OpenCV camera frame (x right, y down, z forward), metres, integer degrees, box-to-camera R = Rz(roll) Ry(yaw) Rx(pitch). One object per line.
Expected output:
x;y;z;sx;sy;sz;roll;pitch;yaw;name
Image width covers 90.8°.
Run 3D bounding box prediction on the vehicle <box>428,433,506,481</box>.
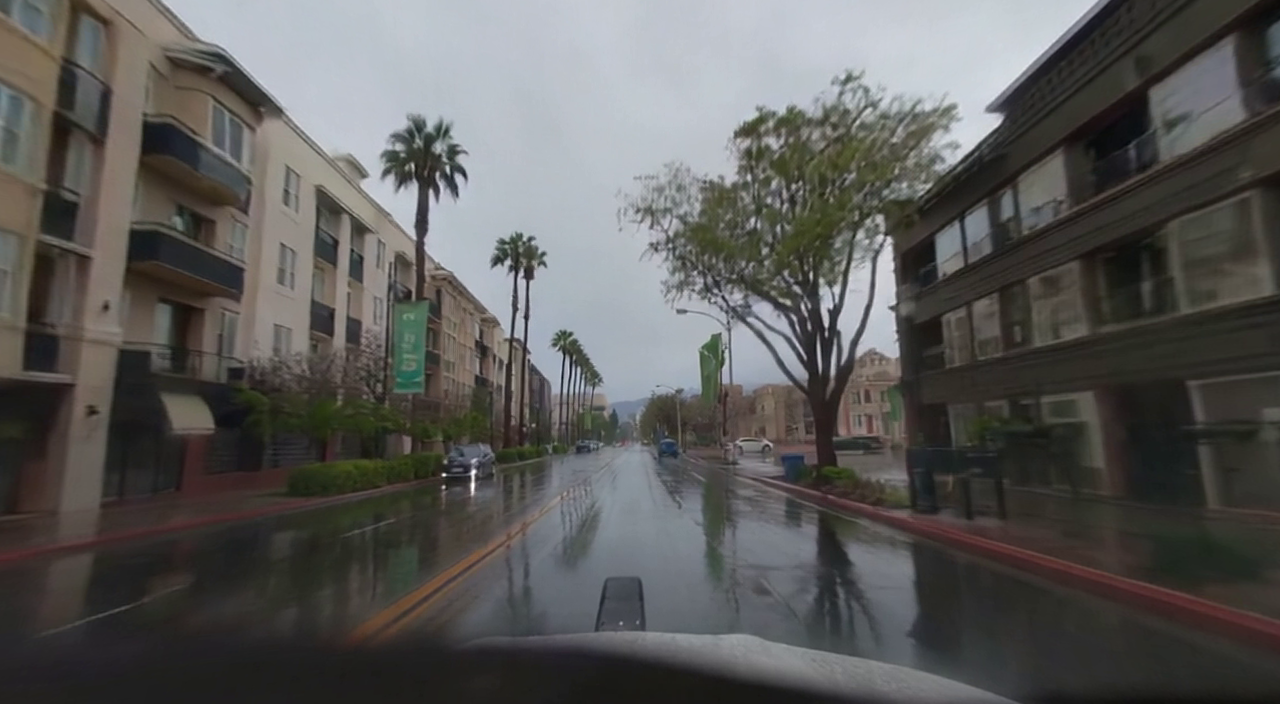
-6.807;4.161;25.327;1.946;1.640;4.430;-2;-8;-1;vehicle
